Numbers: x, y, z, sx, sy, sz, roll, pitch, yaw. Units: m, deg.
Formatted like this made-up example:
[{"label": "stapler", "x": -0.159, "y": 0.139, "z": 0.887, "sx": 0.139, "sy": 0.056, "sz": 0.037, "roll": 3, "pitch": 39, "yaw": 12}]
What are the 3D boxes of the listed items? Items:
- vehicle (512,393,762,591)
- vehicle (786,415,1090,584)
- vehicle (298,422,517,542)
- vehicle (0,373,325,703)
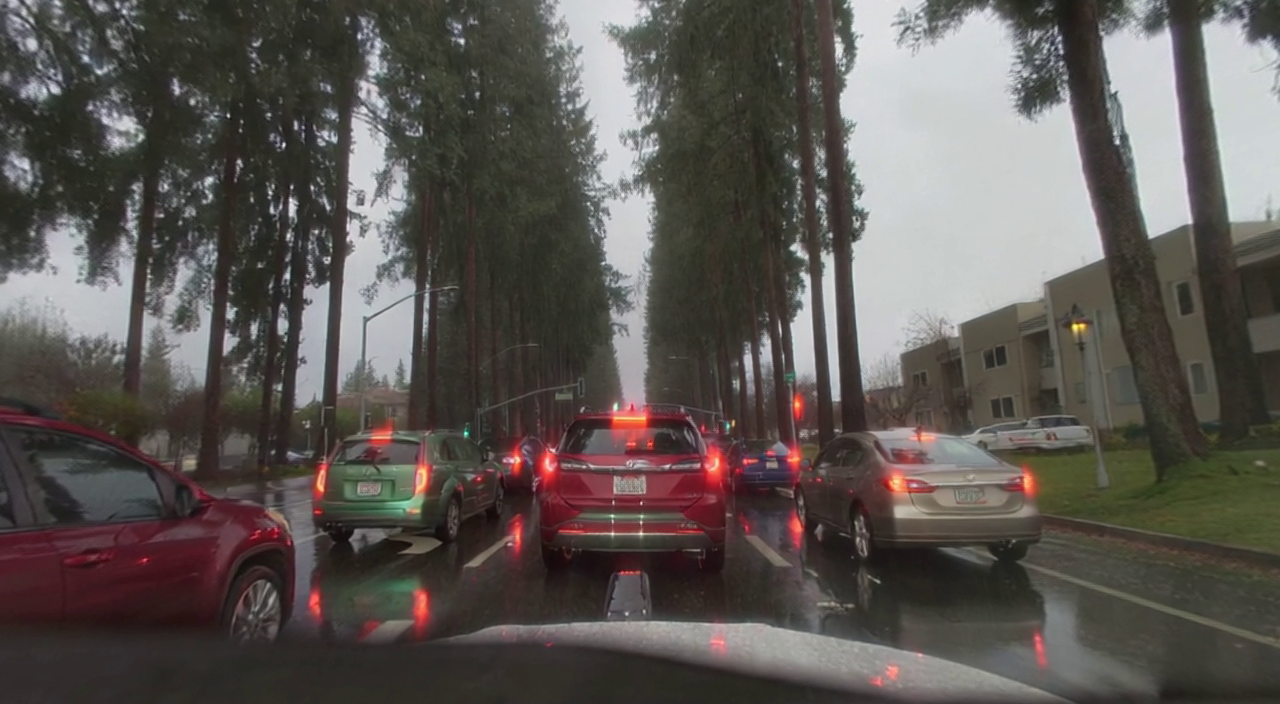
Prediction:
[{"label": "vehicle", "x": -0.006, "y": 1.532, "z": 7.657, "sx": 2.193, "sy": 1.744, "sz": 4.033, "roll": 0, "pitch": -8, "yaw": 1}, {"label": "vehicle", "x": 3.263, "y": 1.671, "z": 7.857, "sx": 1.922, "sy": 1.579, "sz": 3.642, "roll": 0, "pitch": -8, "yaw": -1}, {"label": "vehicle", "x": -3.647, "y": 2.113, "z": 10.925, "sx": 2.042, "sy": 1.641, "sz": 4.314, "roll": 0, "pitch": -8, "yaw": 1}, {"label": "vehicle", "x": -3.772, "y": 0.998, "z": 3.307, "sx": 1.929, "sy": 1.641, "sz": 4.193, "roll": 0, "pitch": -8, "yaw": 2}]
